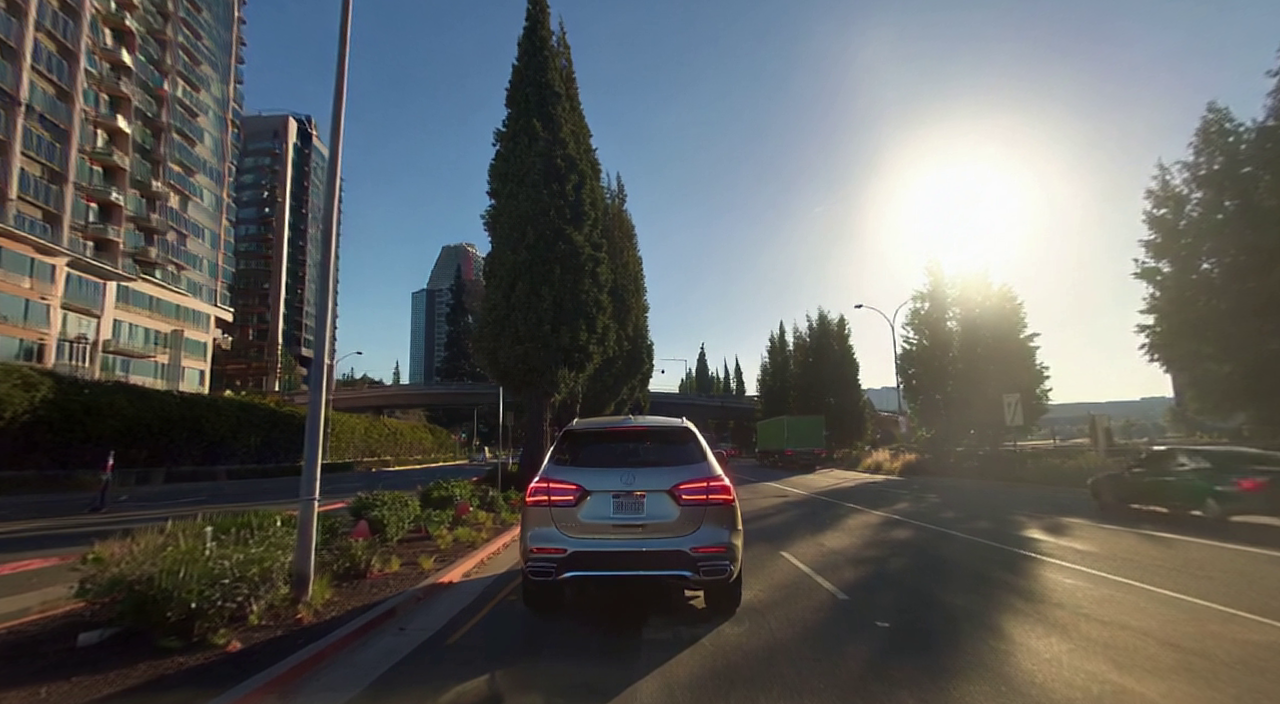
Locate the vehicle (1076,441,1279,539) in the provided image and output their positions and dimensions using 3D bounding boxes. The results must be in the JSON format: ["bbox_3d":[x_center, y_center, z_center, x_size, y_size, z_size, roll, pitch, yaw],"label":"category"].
[{"bbox_3d":[11.134,2.532,12.241,1.998,1.527,4.489,0,-9,0],"label":"vehicle"}]

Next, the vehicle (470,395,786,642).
[{"bbox_3d":[-0.116,1.448,6.445,2.172,1.694,4.055,0,-8,-1],"label":"vehicle"}]

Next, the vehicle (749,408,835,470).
[{"bbox_3d":[10.802,6.496,46.349,3.025,3.993,11.243,1,-9,-3],"label":"vehicle"}]
